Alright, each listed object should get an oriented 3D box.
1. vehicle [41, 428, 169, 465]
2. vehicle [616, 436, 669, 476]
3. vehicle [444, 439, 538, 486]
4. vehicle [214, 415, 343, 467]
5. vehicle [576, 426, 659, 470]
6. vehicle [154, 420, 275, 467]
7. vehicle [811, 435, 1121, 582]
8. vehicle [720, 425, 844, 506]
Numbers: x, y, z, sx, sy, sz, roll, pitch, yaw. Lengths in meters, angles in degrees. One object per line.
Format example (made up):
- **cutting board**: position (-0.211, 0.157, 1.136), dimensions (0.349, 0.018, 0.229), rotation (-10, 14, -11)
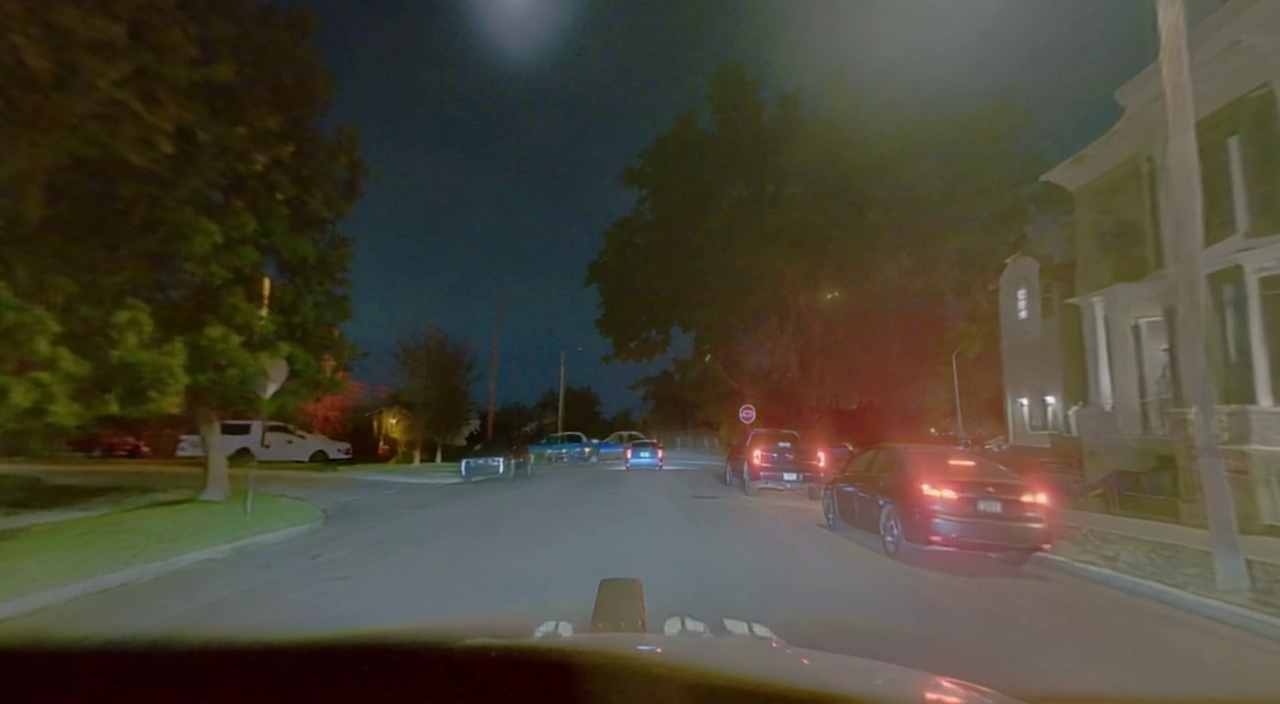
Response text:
- **vehicle**: position (-23.963, 4.252, 28.383), dimensions (1.852, 1.518, 4.438), rotation (0, -8, 0)
- **vehicle**: position (0.042, 4.271, 26.045), dimensions (2.010, 1.499, 4.107), rotation (0, -9, -1)
- **vehicle**: position (-5.008, 3.786, 21.859), dimensions (1.999, 1.441, 4.628), rotation (0, -8, 2)
- **vehicle**: position (-15.802, 3.984, 27.960), dimensions (2.320, 2.030, 5.730), rotation (0, -8, 0)
- **vehicle**: position (-1.465, 5.619, 36.911), dimensions (2.772, 2.319, 6.249), rotation (4, -9, -23)
- **vehicle**: position (-18.691, 4.038, 27.951), dimensions (2.103, 1.840, 4.868), rotation (2, -7, -3)
- **vehicle**: position (3.928, 1.923, 8.626), dimensions (1.876, 1.477, 4.324), rotation (0, -8, -1)
- **vehicle**: position (3.538, 2.880, 16.540), dimensions (2.144, 1.751, 4.472), rotation (2, -8, -1)
